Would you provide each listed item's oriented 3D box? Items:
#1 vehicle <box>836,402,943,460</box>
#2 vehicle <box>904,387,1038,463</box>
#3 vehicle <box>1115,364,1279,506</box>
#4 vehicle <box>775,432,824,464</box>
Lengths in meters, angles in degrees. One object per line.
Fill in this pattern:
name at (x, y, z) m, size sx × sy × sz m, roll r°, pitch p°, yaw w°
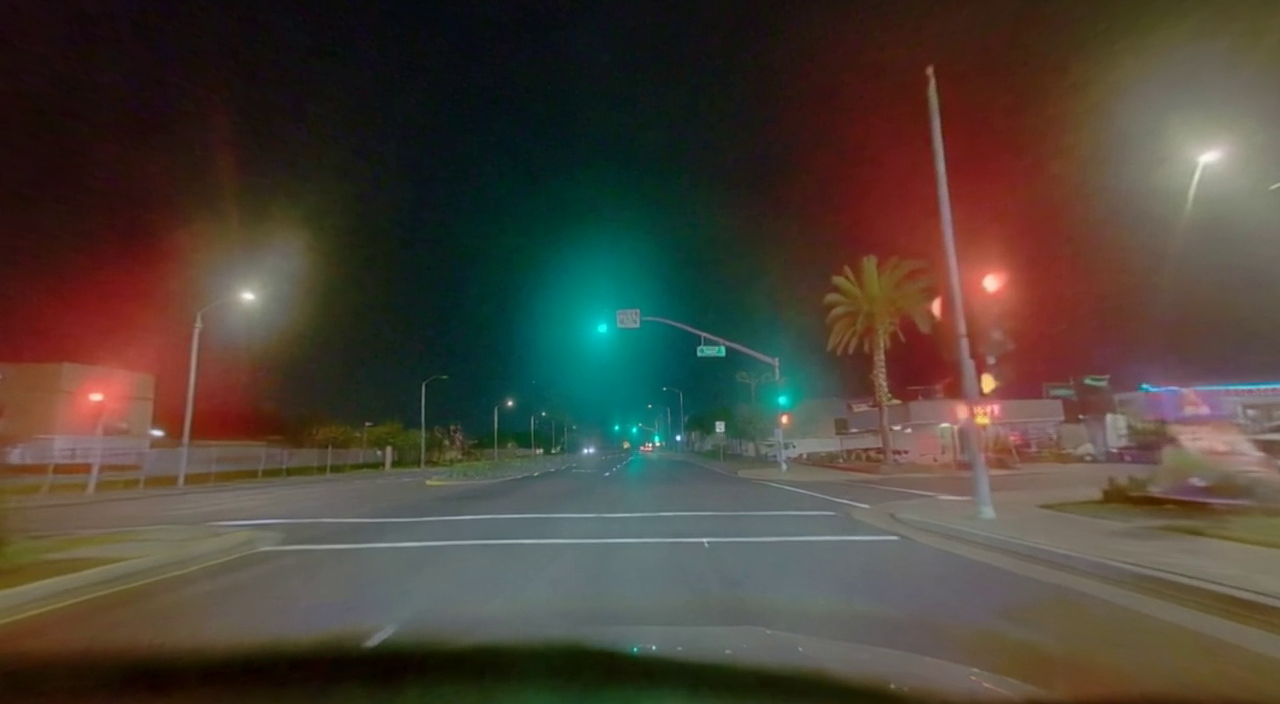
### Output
vehicle at (16.161, 5.362, 41.758) m, size 2.814 × 3.328 × 10.467 m, roll 0°, pitch -8°, yaw 0°
vehicle at (15.885, 3.716, 31.001) m, size 3.161 × 3.209 × 7.934 m, roll -1°, pitch -8°, yaw 8°
vehicle at (11.117, 1.464, 10.769) m, size 4.422 × 2.157 × 1.906 m, roll 2°, pitch -9°, yaw -4°
vehicle at (9.825, 5.986, 38.922) m, size 1.655 × 1.820 × 3.969 m, roll 0°, pitch -10°, yaw -5°
